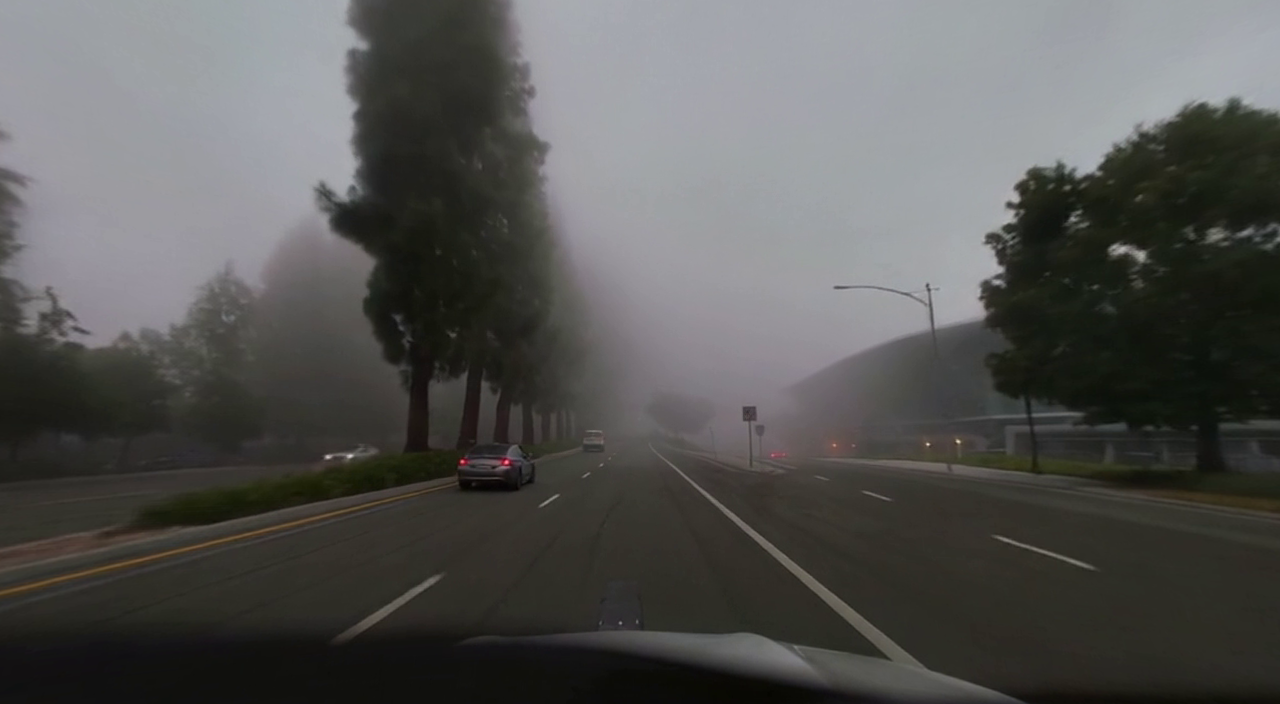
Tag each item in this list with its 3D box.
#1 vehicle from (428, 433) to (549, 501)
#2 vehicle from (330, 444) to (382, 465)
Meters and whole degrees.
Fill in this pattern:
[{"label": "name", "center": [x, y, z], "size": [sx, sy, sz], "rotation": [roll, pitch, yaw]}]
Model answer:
[{"label": "vehicle", "center": [-3.747, 2.943, 16.627], "size": [1.984, 1.521, 4.682], "rotation": [0, -8, 1]}, {"label": "vehicle", "center": [-19.568, 7.083, 43.684], "size": [1.743, 1.374, 3.875], "rotation": [0, -8, 0]}]
